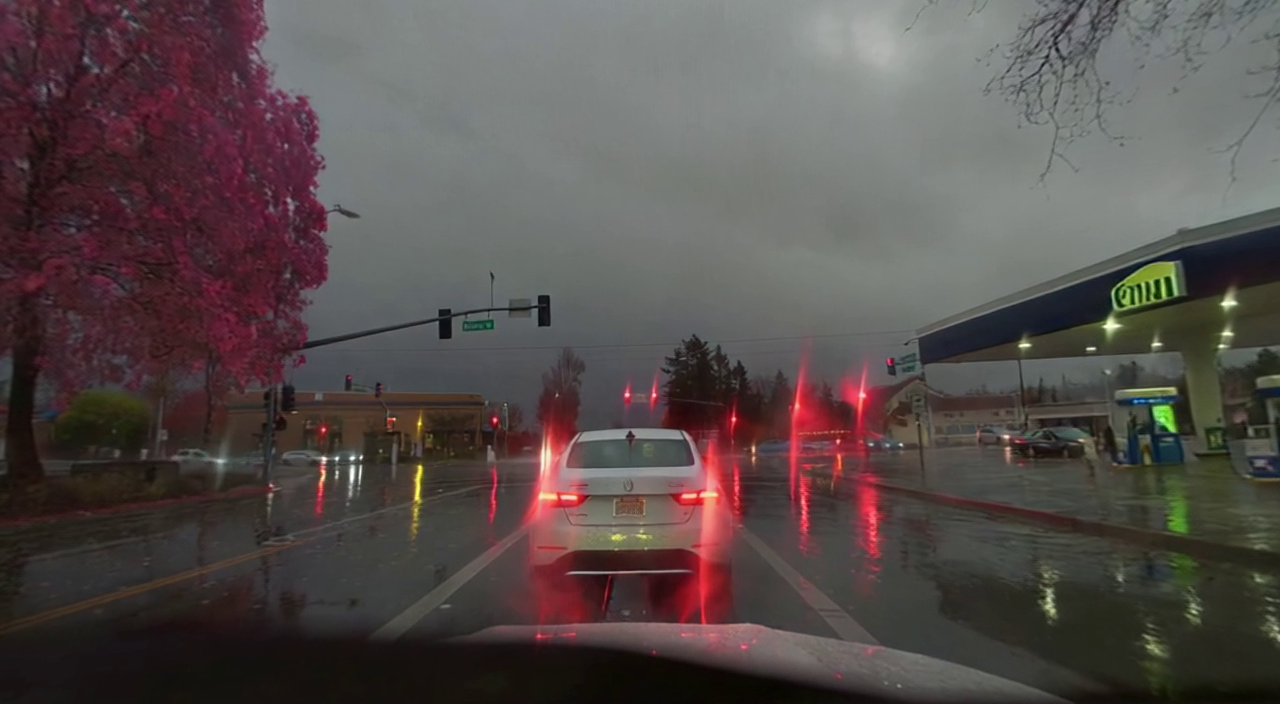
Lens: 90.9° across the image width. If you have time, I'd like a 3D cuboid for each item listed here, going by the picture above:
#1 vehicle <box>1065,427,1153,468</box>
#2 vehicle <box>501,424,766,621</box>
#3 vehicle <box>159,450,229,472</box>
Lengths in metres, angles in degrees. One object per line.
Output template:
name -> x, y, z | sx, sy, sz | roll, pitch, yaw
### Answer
vehicle -> 18.554, 3.754, 24.863 | 4.091, 1.495, 2.053 | 8, -12, -44
vehicle -> -0.052, 1.601, 6.894 | 2.010, 1.482, 4.057 | 0, -8, 0
vehicle -> -33.559, 8.185, 47.451 | 3.975, 1.563, 1.755 | -1, -8, 5
